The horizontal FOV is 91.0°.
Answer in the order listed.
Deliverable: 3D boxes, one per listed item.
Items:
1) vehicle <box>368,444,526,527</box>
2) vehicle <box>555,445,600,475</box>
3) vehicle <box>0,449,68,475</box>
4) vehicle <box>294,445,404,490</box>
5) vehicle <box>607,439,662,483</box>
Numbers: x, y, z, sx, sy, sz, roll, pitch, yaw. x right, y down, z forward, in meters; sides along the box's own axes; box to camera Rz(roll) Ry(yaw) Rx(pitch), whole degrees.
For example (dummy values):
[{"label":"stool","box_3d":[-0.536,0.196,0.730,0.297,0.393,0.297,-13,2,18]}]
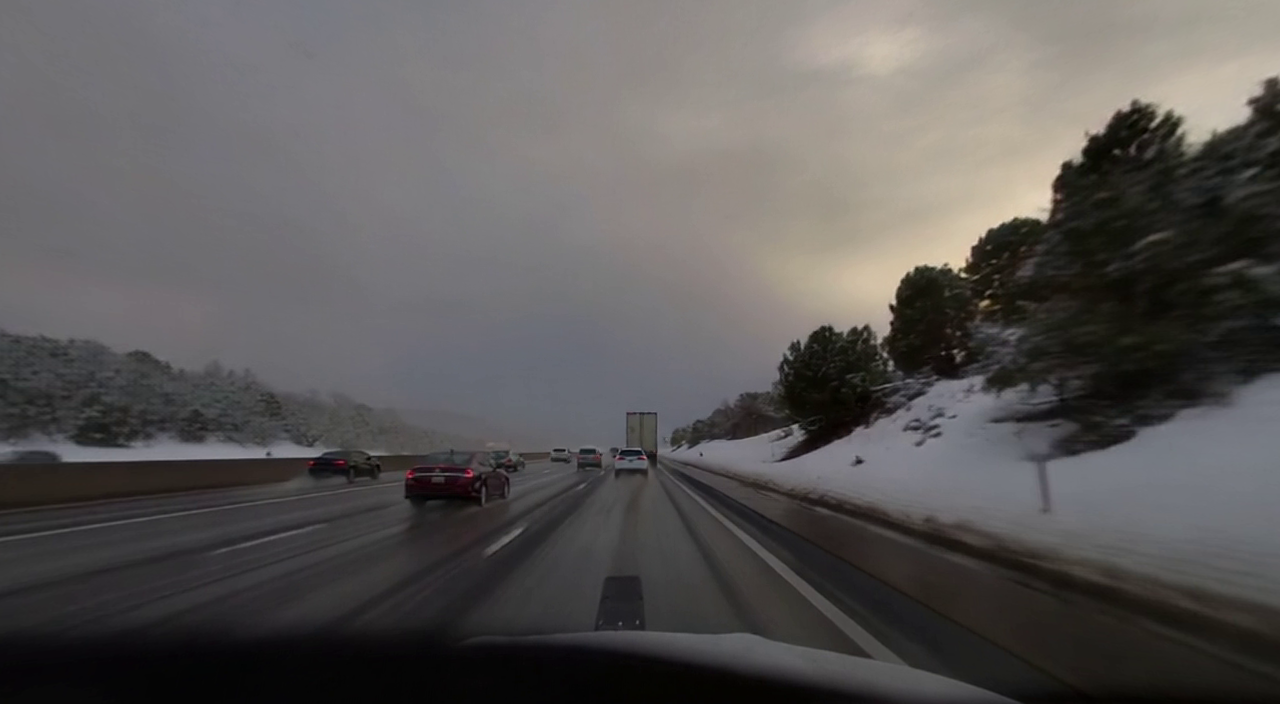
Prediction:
[{"label":"vehicle","box_3d":[-3.940,2.776,13.795,1.943,1.468,4.547,0,-9,1]},{"label":"vehicle","box_3d":[-3.644,6.378,37.462,2.155,1.661,4.477,0,-9,1]},{"label":"vehicle","box_3d":[-38.504,6.821,39.305,1.747,1.478,4.071,1,-9,0]},{"label":"vehicle","box_3d":[-10.898,4.321,24.027,1.950,1.507,4.527,0,-9,1]},{"label":"vehicle","box_3d":[-0.226,4.805,28.040,2.281,1.795,4.297,1,-9,0]}]
